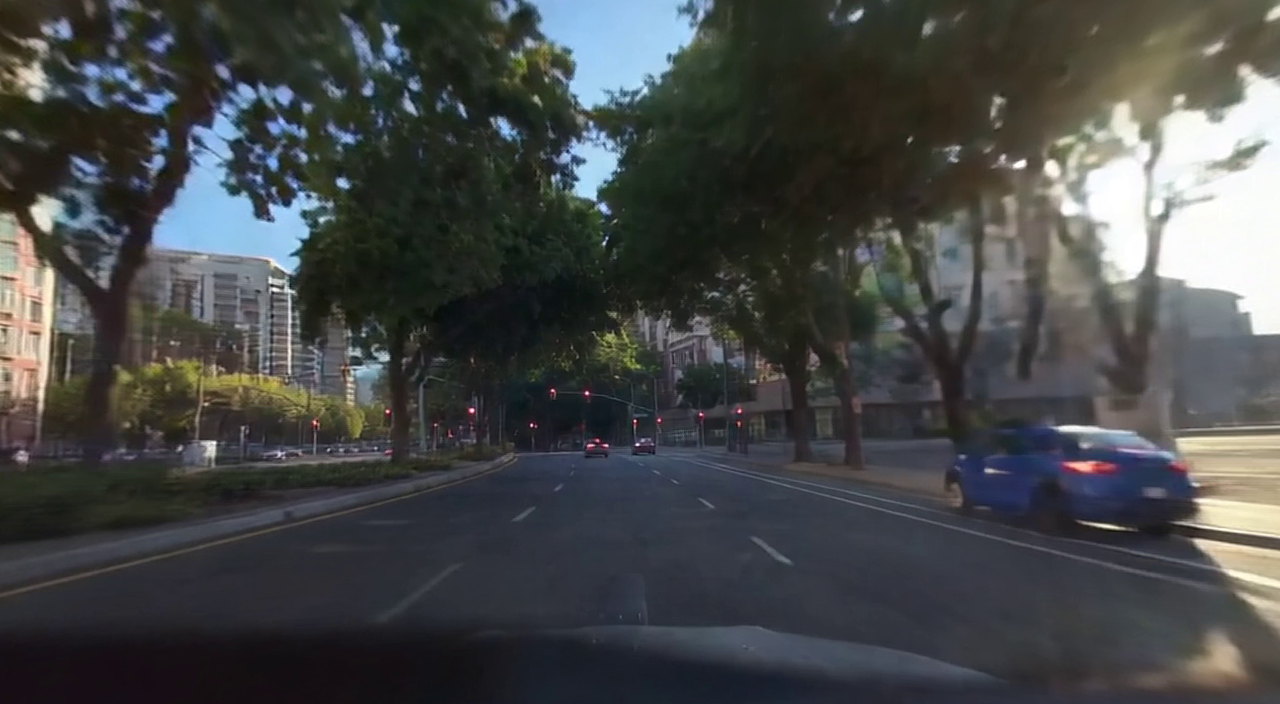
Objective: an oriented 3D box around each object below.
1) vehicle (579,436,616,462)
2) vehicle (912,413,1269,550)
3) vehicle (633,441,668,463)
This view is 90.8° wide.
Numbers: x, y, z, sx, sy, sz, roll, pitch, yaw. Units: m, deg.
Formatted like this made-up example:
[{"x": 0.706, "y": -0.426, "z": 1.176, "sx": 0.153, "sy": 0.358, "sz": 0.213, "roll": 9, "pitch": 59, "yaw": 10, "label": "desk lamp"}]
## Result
[{"x": -3.135, "y": 6.968, "z": 45.392, "sx": 2.317, "sy": 1.713, "sz": 4.231, "roll": 1, "pitch": -9, "yaw": -8, "label": "vehicle"}, {"x": 6.504, "y": 1.932, "z": 10.104, "sx": 2.042, "sy": 1.635, "sz": 4.858, "roll": 0, "pitch": -9, "yaw": -1, "label": "vehicle"}, {"x": 0.665, "y": 6.890, "z": 43.628, "sx": 1.918, "sy": 1.479, "sz": 4.468, "roll": 1, "pitch": -9, "yaw": -6, "label": "vehicle"}]
